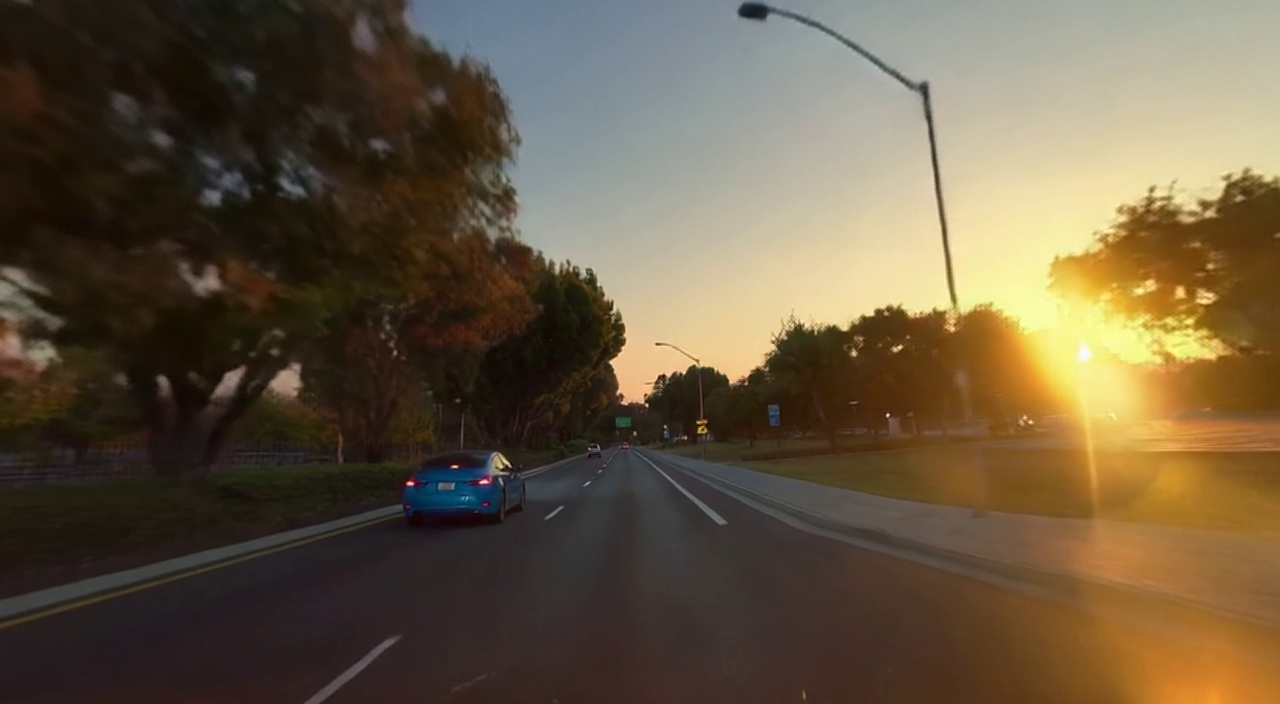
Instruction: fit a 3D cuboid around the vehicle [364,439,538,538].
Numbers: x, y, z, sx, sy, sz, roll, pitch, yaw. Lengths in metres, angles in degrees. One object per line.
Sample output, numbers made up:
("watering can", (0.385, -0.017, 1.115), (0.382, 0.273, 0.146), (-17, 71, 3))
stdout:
("vehicle", (-3.214, 2.379, 11.699), (1.964, 1.472, 4.078), (0, -8, 0))
